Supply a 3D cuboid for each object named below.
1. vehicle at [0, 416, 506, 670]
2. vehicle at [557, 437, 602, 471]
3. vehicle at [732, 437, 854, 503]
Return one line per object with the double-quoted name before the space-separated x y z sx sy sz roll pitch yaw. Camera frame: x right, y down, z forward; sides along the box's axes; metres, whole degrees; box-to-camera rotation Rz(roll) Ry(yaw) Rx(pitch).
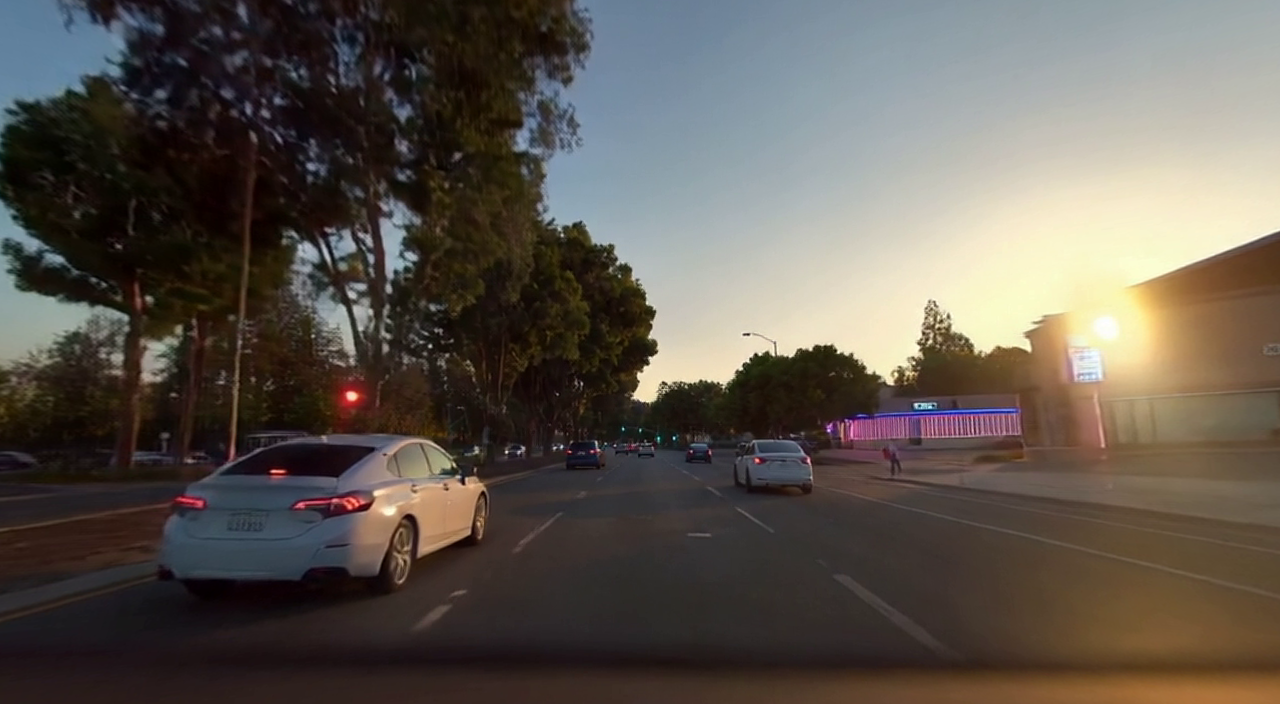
"vehicle" -2.949 1.480 6.202 2.082 1.460 4.922 0 -8 1
"vehicle" -3.218 5.559 34.508 1.981 1.731 4.360 0 -8 1
"vehicle" 3.870 3.063 16.885 2.036 1.480 4.659 0 -8 -1
